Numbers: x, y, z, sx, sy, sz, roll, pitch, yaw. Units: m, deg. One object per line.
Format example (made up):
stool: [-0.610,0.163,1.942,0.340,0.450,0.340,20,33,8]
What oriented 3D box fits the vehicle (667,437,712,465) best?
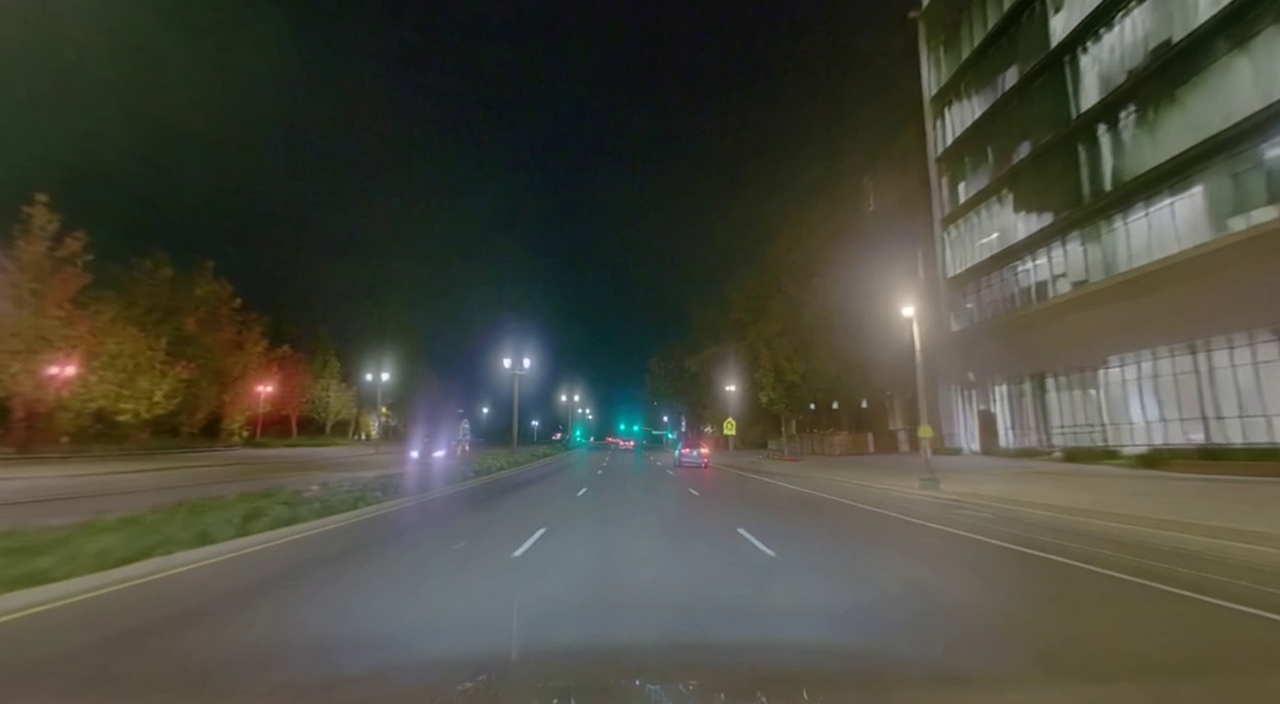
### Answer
vehicle: [2.829,5.823,37.205,2.090,1.506,4.382,0,-8,-2]

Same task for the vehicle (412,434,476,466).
vehicle: [-9.846,4.960,32.104,1.874,1.520,4.215,-1,-8,1]
